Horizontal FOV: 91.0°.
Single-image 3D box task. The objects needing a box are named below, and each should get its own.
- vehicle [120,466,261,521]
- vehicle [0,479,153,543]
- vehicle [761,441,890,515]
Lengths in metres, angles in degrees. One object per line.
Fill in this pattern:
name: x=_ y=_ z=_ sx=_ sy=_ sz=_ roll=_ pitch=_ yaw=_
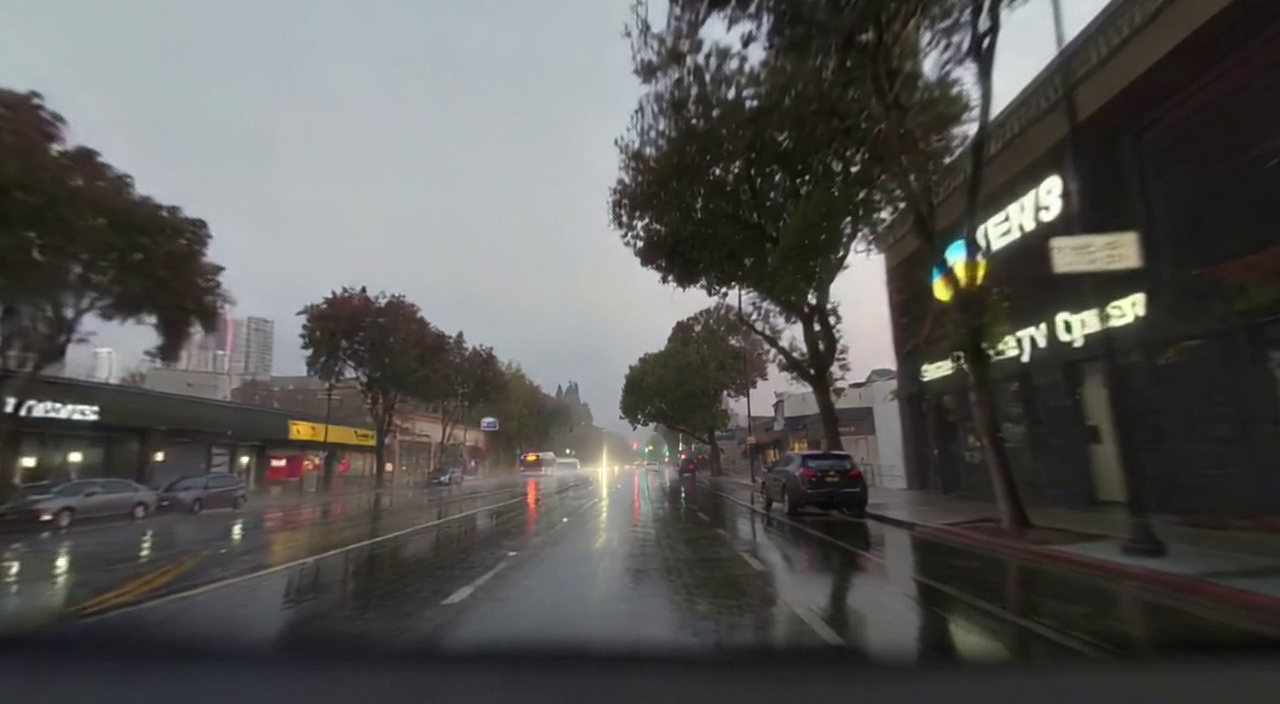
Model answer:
vehicle: x=-17.478 y=5.473 z=24.852 sx=1.920 sy=1.796 sz=4.710 roll=0 pitch=-9 yaw=2
vehicle: x=-17.331 y=4.672 z=18.965 sx=1.767 sy=1.487 sz=4.265 roll=0 pitch=-9 yaw=3
vehicle: x=5.158 y=3.590 z=18.471 sx=2.241 sy=1.832 sz=5.234 roll=0 pitch=-9 yaw=1
